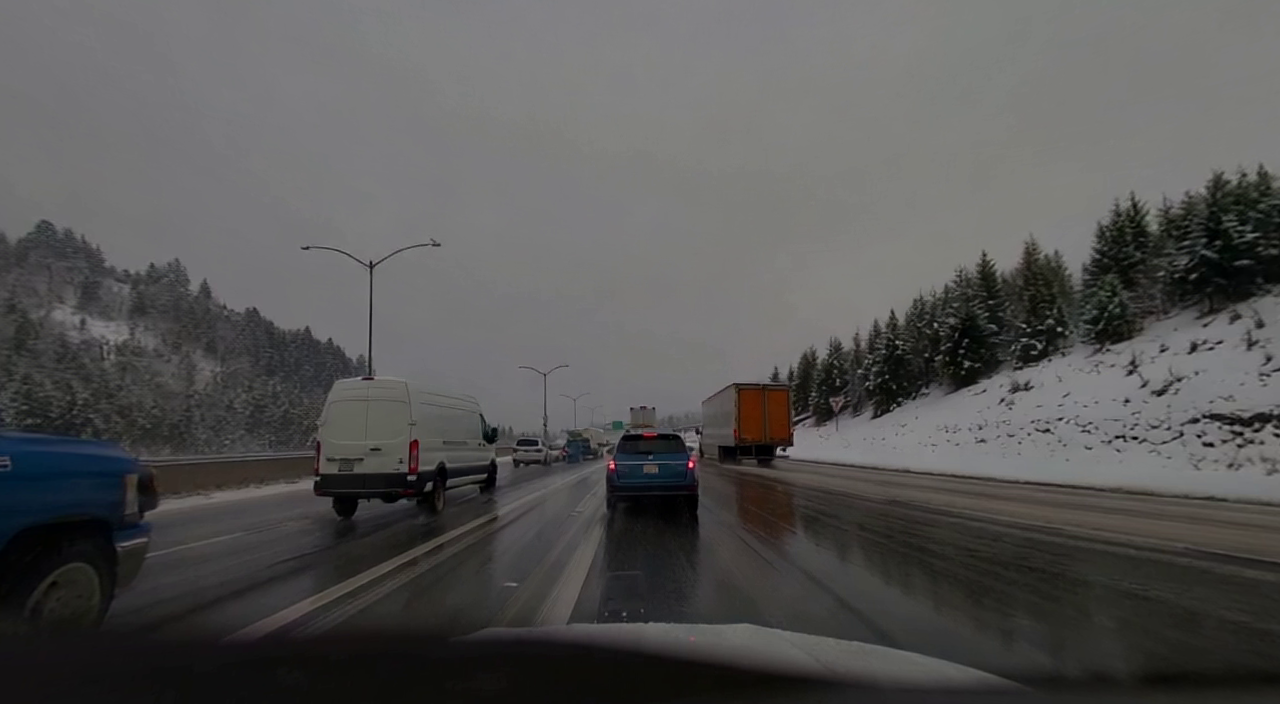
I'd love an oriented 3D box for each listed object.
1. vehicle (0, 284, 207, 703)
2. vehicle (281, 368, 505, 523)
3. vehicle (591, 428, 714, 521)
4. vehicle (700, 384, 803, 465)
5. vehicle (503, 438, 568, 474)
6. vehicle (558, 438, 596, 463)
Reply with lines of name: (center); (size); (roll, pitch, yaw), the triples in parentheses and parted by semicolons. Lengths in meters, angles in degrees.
vehicle: (-4.240, 0.523, 1.736); (2.195, 2.086, 5.445); (0, -8, 0)
vehicle: (-4.653, 1.941, 13.242); (2.300, 2.522, 5.701); (0, -8, 1)
vehicle: (0.172, 2.304, 12.339); (2.003, 1.499, 3.930); (0, -8, -1)
vehicle: (6.652, 5.019, 41.498); (2.989, 4.277, 16.586); (0, -8, -3)
vehicle: (-4.504, 4.539, 27.786); (2.007, 1.457, 4.447); (-1, -8, 1)
vehicle: (-3.977, 6.342, 40.630); (1.949, 1.475, 4.335); (0, -8, 1)
